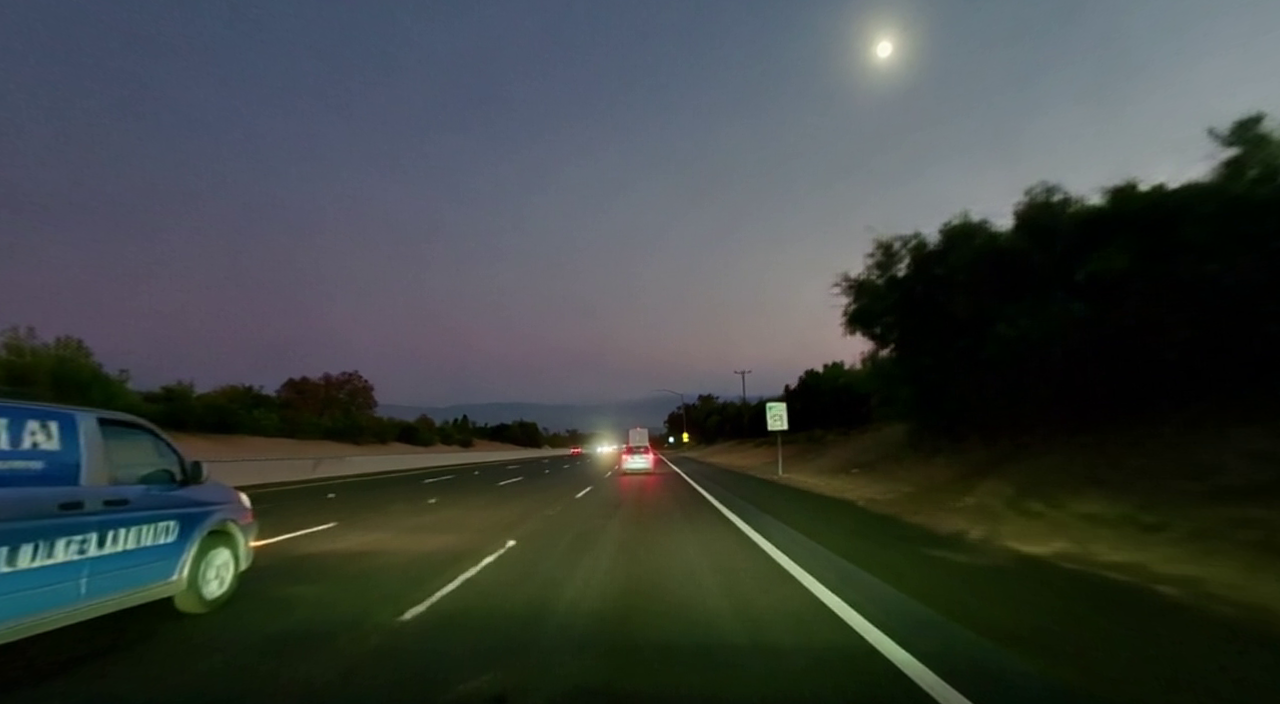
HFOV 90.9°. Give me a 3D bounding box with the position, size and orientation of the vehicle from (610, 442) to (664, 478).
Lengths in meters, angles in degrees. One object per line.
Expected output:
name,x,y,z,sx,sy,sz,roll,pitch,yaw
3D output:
vehicle,-0.096,4.789,28.143,2.238,1.479,3.672,0,-9,1

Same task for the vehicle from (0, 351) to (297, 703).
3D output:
vehicle,-4.475,0.972,3.567,2.174,1.862,5.012,0,-9,1
